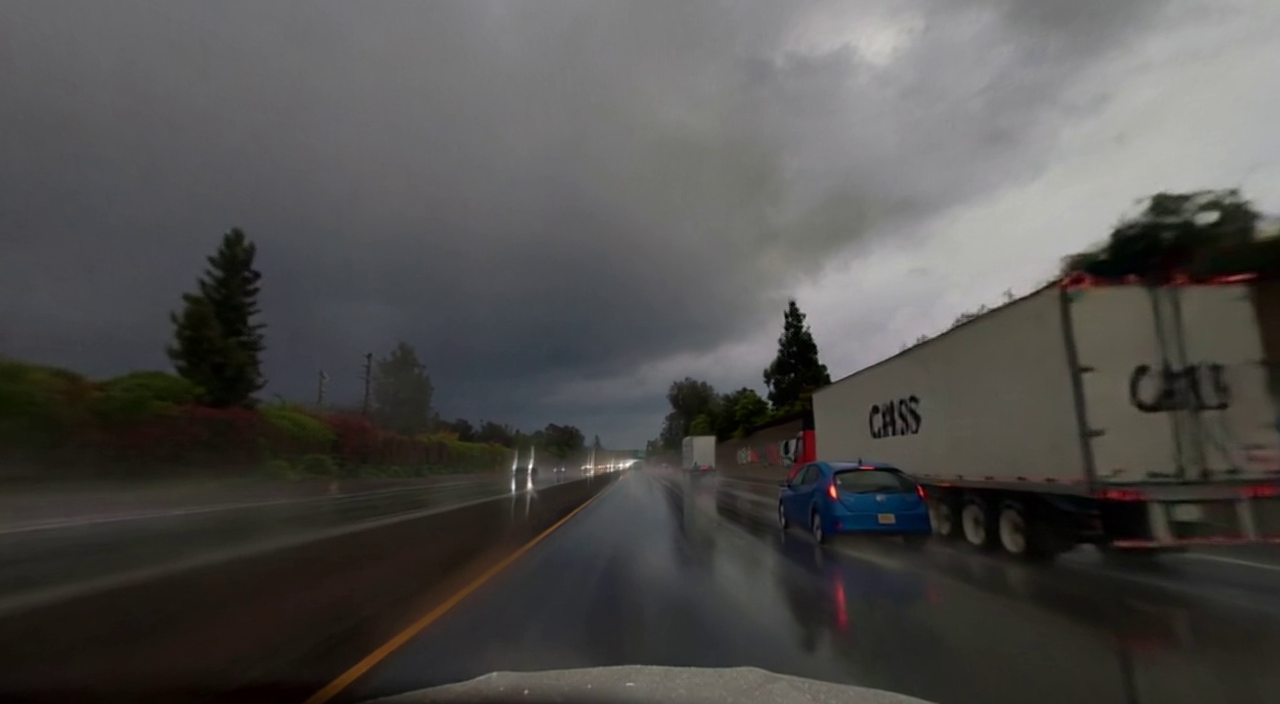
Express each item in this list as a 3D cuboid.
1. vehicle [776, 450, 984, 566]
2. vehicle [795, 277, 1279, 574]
[{"bbox_3d":[3.747,2.534,10.636,2.011,1.574,3.512,-1,-11,-1],"label":"vehicle"},{"bbox_3d":[7.912,2.449,16.897,3.298,4.017,16.824,1,-10,0],"label":"vehicle"}]
